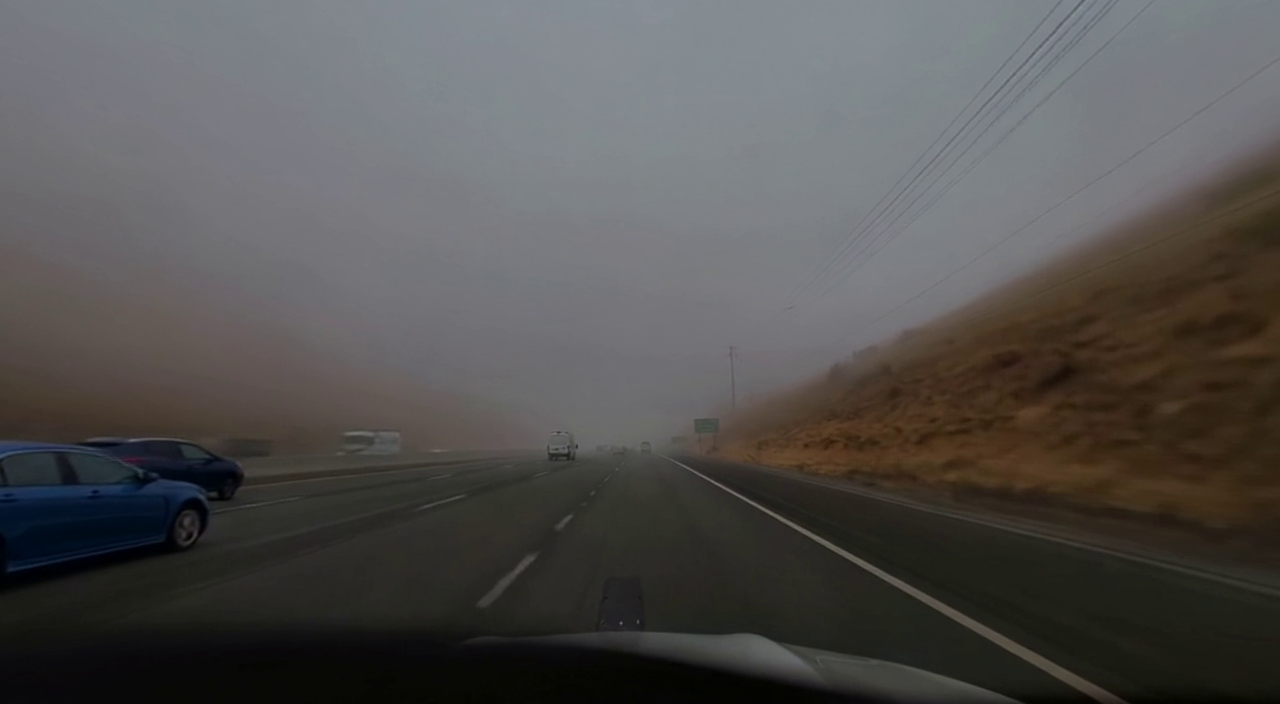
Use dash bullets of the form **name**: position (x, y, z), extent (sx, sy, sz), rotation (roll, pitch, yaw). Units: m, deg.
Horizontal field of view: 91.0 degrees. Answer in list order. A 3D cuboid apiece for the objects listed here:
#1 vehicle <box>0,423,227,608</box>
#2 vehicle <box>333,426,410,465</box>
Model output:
- **vehicle**: position (-6.100, 1.350, 5.352), extent (1.955, 1.469, 4.554), rotation (0, -9, 2)
- **vehicle**: position (-17.187, 6.074, 40.781), extent (2.331, 2.289, 5.787), rotation (0, -9, 1)
